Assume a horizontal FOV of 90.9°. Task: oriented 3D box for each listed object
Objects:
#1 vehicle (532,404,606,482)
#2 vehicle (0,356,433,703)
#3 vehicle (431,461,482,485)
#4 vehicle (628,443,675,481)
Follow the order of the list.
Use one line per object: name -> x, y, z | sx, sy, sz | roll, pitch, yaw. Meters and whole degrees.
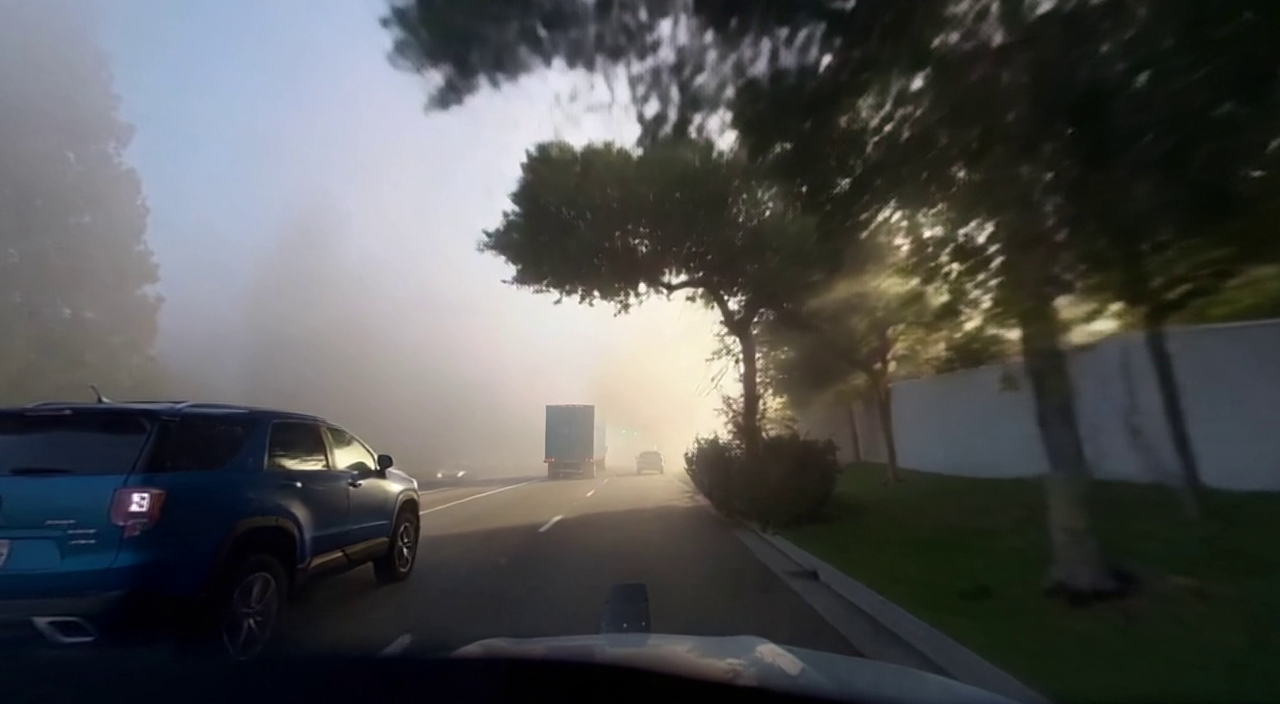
vehicle -> -3.566, 4.992, 34.280 | 2.928, 3.658, 8.980 | 0, -9, 0
vehicle -> -3.509, 1.275, 5.039 | 2.093, 1.832, 4.508 | 0, -9, 1
vehicle -> -12.880, 8.503, 44.444 | 1.959, 1.502, 4.647 | 0, -9, 3
vehicle -> 0.570, 5.456, 31.359 | 2.174, 1.749, 4.113 | 0, -9, 1
